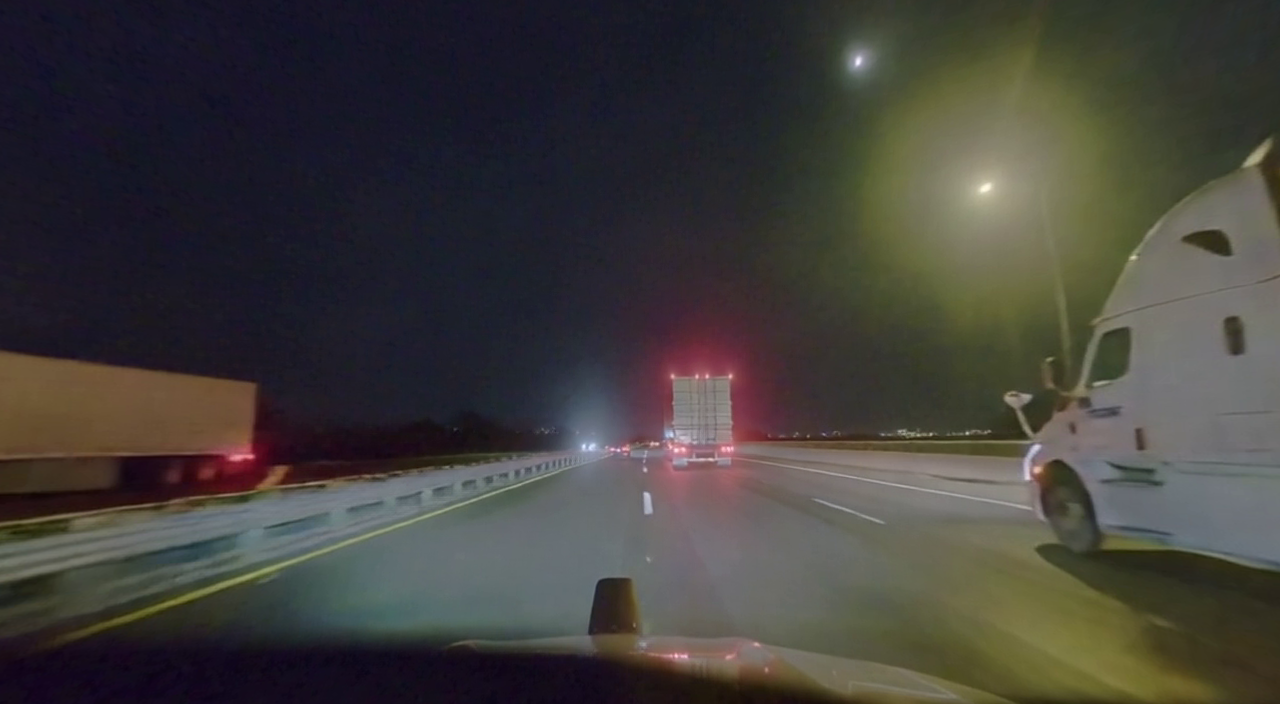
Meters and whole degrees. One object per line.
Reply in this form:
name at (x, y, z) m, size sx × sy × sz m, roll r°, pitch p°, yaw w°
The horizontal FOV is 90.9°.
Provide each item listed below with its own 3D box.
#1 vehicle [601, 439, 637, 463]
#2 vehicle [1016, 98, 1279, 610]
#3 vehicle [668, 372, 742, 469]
vehicle at (-1.416, 6.914, 44.335) m, size 2.208 × 1.542 × 5.138 m, roll 0°, pitch -8°, yaw 2°
vehicle at (6.440, -0.239, 3.035) m, size 2.946 × 3.946 × 10.224 m, roll 0°, pitch -8°, yaw 0°
vehicle at (3.021, 3.798, 33.395) m, size 2.966 × 4.072 × 13.408 m, roll 0°, pitch -8°, yaw 2°
